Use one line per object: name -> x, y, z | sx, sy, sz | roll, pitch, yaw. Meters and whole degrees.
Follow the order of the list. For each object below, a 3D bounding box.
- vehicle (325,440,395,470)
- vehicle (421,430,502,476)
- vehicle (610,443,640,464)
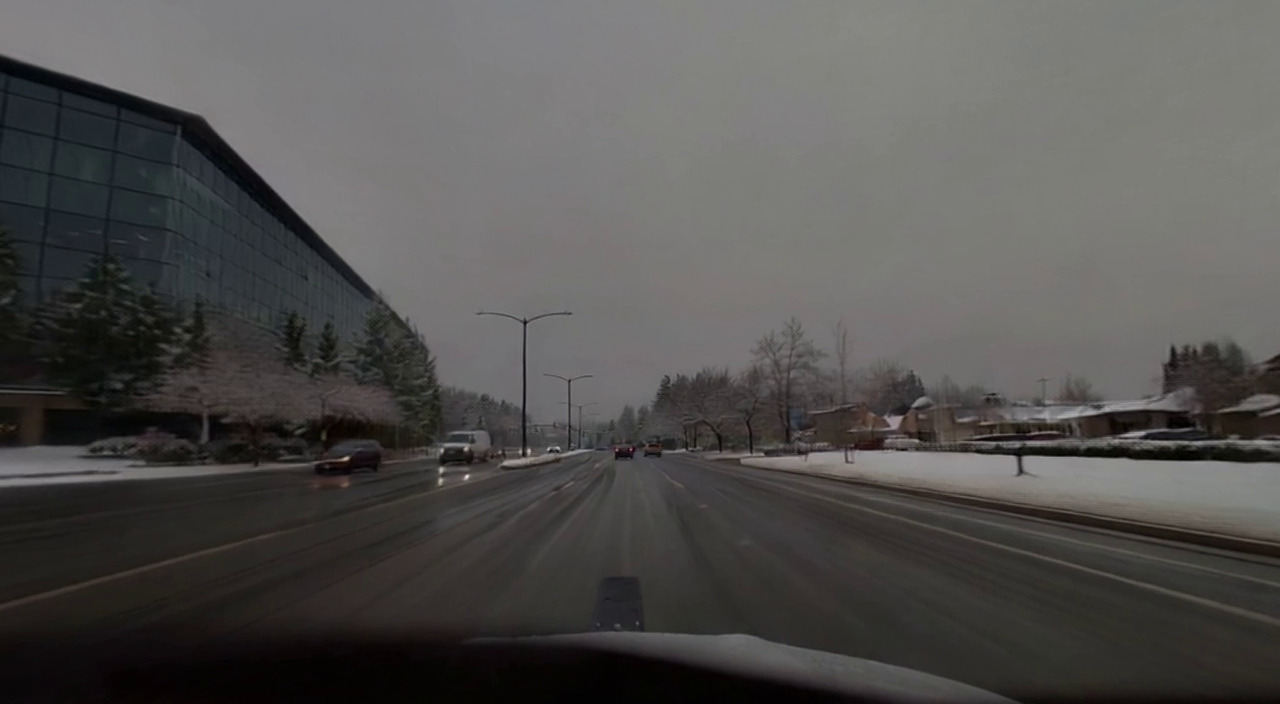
vehicle -> -15.952, 5.887, 36.317 | 1.975, 1.596, 4.555 | 0, -8, -1
vehicle -> -8.675, 4.931, 31.347 | 2.631, 1.990, 5.787 | 2, -8, -4
vehicle -> -1.086, 7.388, 45.999 | 2.080, 1.445, 4.096 | 0, -8, -2
